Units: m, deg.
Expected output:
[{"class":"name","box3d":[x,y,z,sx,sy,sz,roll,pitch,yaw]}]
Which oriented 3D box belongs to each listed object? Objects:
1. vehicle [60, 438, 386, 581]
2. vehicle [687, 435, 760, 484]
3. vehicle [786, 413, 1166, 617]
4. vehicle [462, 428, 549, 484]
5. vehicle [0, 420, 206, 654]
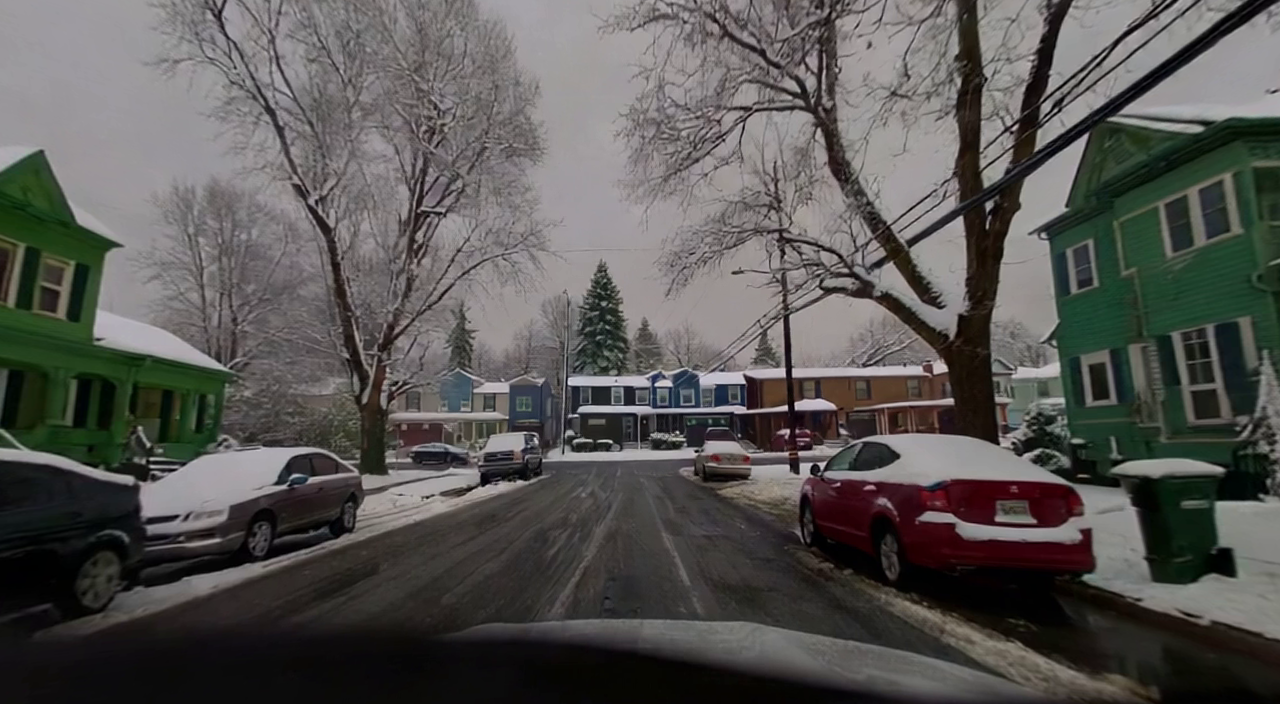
[{"class":"vehicle","box3d":[-5.500,2.080,9.173,1.849,1.560,4.227,0,-9,0]},{"class":"vehicle","box3d":[3.345,4.449,26.267,2.109,1.811,4.886,1,-9,-3]},{"class":"vehicle","box3d":[3.434,1.741,7.693,2.070,1.728,4.358,1,-9,-3]},{"class":"vehicle","box3d":[-5.568,4.440,27.098,2.480,2.084,6.353,0,-9,-2]},{"class":"vehicle","box3d":[-5.474,1.282,4.320,1.932,1.628,4.278,0,-9,-1]}]
